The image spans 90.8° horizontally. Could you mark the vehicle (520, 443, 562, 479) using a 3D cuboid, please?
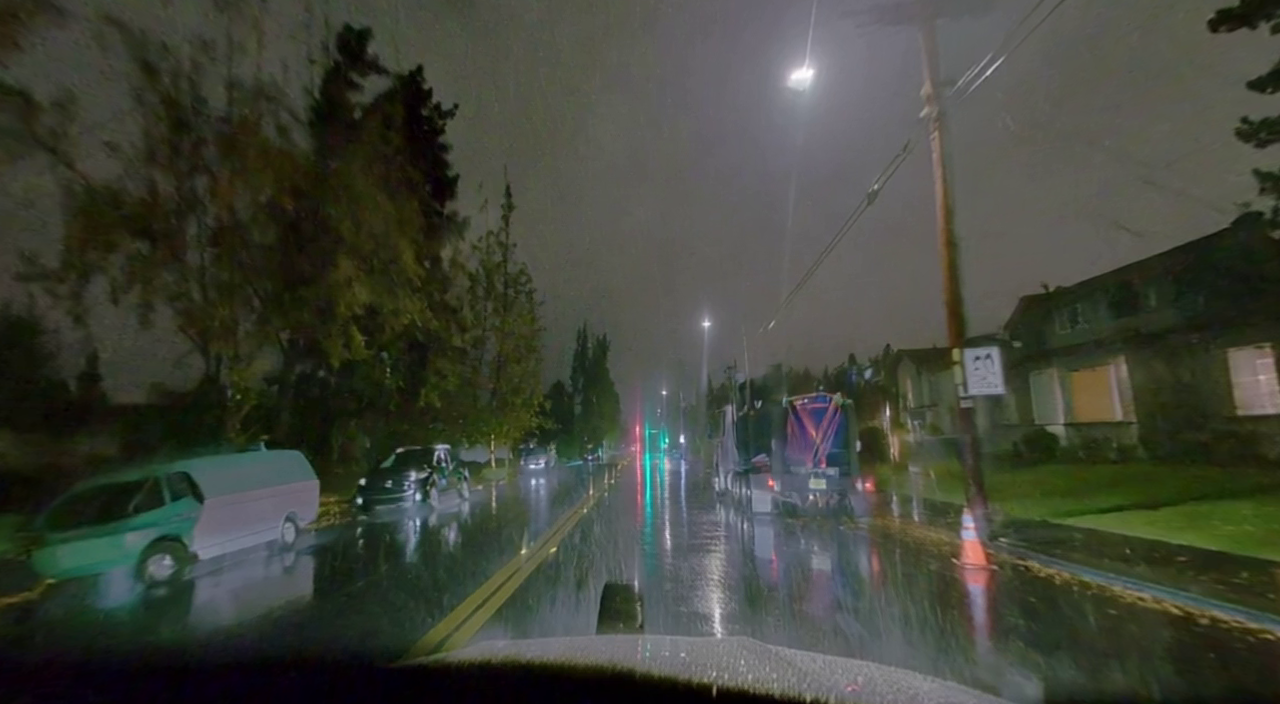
[{"bbox_3d":[-5.722,6.323,37.026,2.087,1.835,4.445,-2,-7,-5],"label":"vehicle"}]

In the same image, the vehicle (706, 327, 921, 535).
[{"bbox_3d":[3.189,1.760,13.798,2.750,3.440,6.535,0,-8,0],"label":"vehicle"}]

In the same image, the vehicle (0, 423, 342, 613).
[{"bbox_3d":[-6.493,2.066,8.860,2.312,1.790,5.067,-4,-8,-2],"label":"vehicle"}]

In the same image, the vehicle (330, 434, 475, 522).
[{"bbox_3d":[-6.209,3.293,17.195,2.210,1.849,4.638,-5,-8,-1],"label":"vehicle"}]
